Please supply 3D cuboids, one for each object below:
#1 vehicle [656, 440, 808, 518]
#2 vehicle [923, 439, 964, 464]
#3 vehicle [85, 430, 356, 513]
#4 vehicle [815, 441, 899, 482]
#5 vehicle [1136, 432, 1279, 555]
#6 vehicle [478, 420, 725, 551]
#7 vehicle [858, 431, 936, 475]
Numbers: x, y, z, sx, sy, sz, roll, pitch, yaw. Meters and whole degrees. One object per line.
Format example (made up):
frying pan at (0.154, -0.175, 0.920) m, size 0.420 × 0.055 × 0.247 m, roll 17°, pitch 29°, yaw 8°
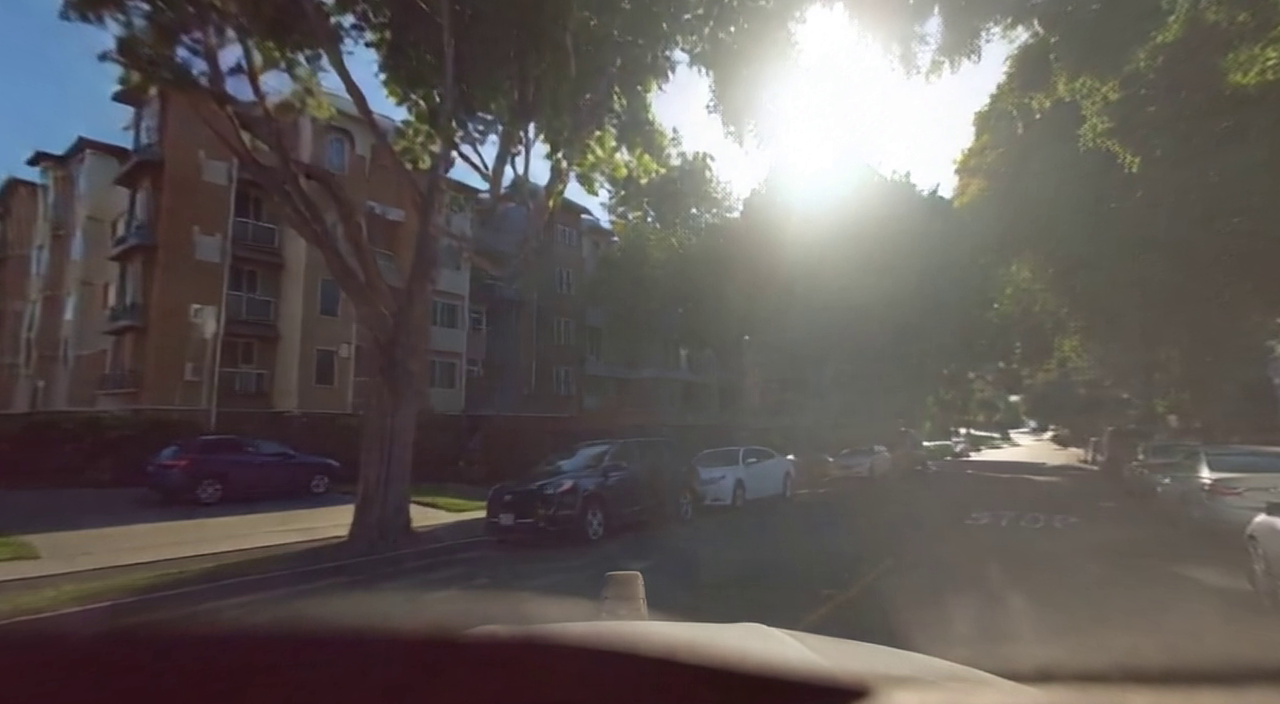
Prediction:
vehicle at (2.384, 2.906, 15.174) m, size 1.902 × 1.478 × 4.696 m, roll -6°, pitch -9°, yaw 30°
vehicle at (20.229, 6.581, 41.999) m, size 1.939 × 1.513 × 4.401 m, roll -5°, pitch -10°, yaw 31°
vehicle at (-8.734, 2.495, 13.799) m, size 1.812 × 1.458 × 4.714 m, roll -3°, pitch -9°, yaw 19°
vehicle at (8.649, 4.270, 24.947) m, size 1.921 × 1.463 × 4.313 m, roll -6°, pitch -10°, yaw 35°
vehicle at (9.001, 1.944, 9.302) m, size 2.084 × 1.441 × 4.402 m, roll -5°, pitch -10°, yaw 31°
vehicle at (-0.396, 2.166, 11.008) m, size 1.946 × 1.744 × 4.584 m, roll -5°, pitch -10°, yaw 32°
vehicle at (12.366, 4.752, 30.158) m, size 2.229 × 1.869 × 5.791 m, roll -7°, pitch -10°, yaw 33°
